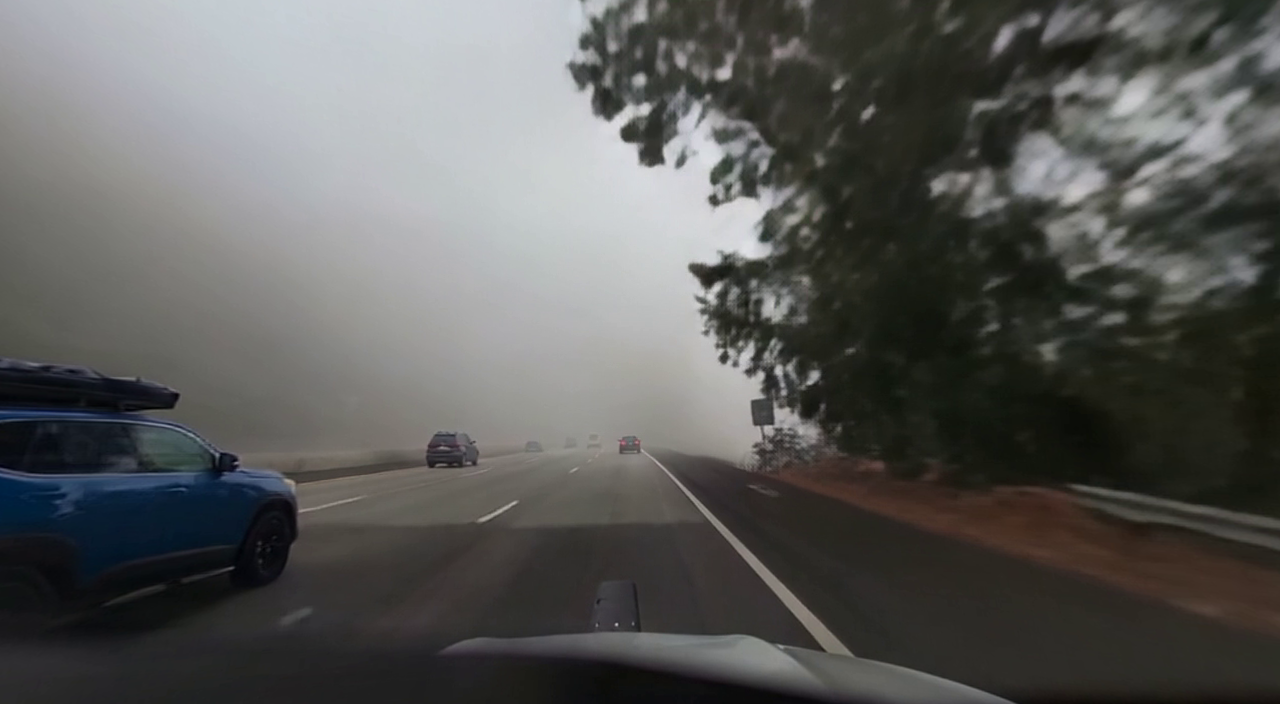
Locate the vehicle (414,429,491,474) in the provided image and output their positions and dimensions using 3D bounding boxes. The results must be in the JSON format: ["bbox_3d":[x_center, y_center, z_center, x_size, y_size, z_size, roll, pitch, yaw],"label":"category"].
[{"bbox_3d":[-7.939,4.227,27.140,1.964,1.745,4.338,0,-8,0],"label":"vehicle"}]

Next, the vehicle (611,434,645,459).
[{"bbox_3d":[-0.805,6.460,43.239,2.178,1.658,3.916,0,-8,-1],"label":"vehicle"}]

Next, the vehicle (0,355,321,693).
[{"bbox_3d":[-4.393,1.033,4.271,2.069,1.748,4.652,0,-8,-1],"label":"vehicle"}]
